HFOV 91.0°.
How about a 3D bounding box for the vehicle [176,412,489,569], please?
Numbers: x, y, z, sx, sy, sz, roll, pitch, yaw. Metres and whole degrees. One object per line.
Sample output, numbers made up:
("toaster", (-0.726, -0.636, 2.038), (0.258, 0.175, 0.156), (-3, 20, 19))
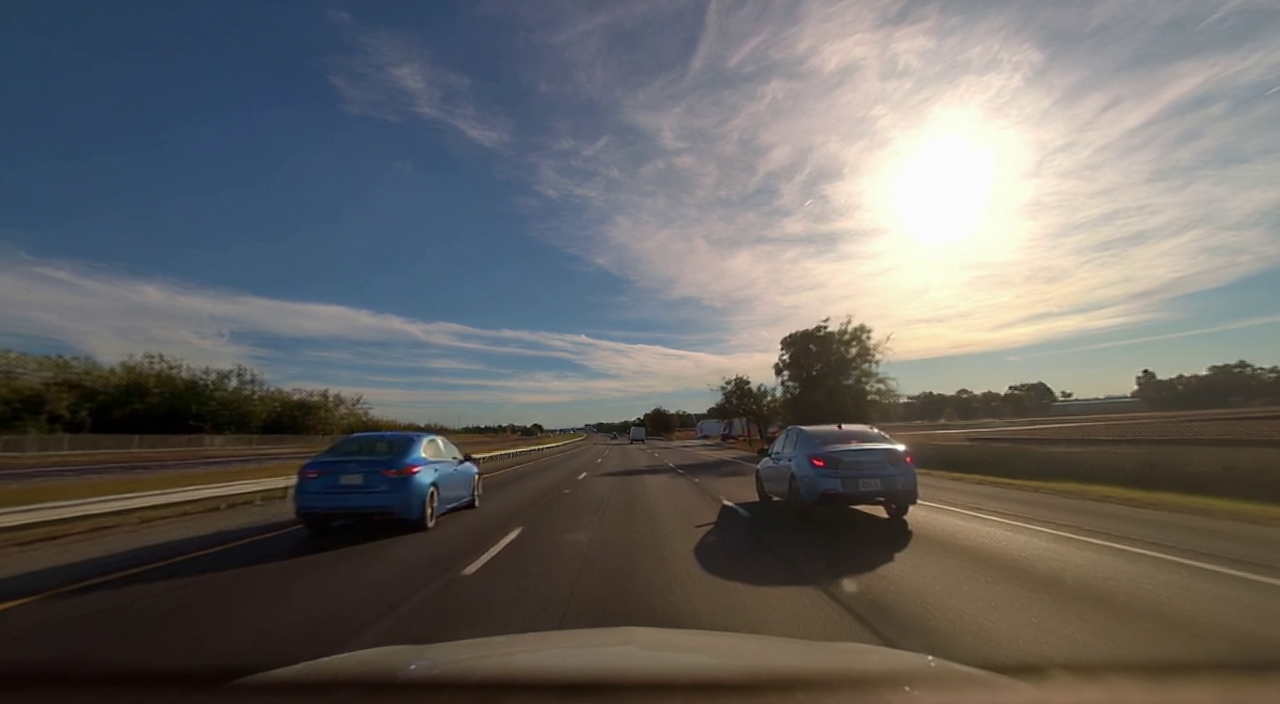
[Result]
("vehicle", (-3.751, 1.759, 8.825), (2.206, 1.604, 4.374), (0, -8, -1))

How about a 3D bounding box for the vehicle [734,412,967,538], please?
("vehicle", (3.152, 1.947, 10.601), (2.349, 1.651, 4.161), (0, -8, -2))
